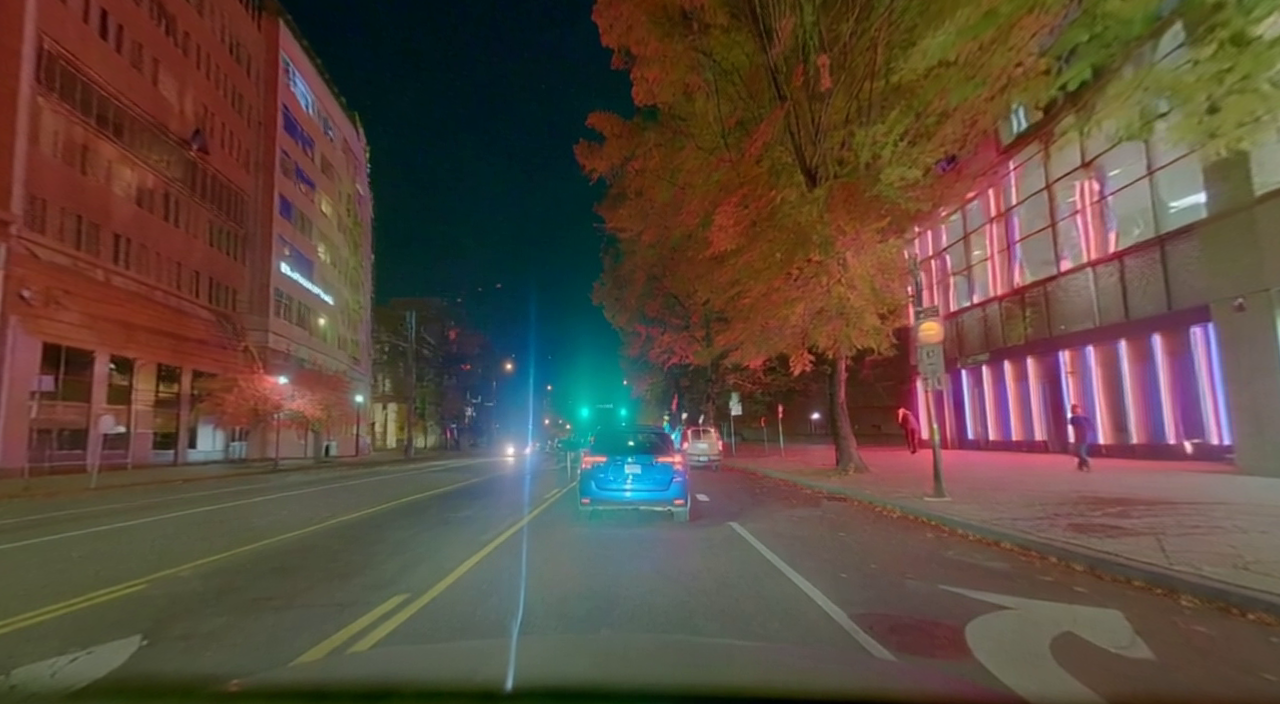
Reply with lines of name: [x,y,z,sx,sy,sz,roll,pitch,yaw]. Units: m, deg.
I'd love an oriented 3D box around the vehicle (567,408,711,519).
vehicle: [-0.055,2.037,12.021,2.274,1.736,4.083,0,-8,-1]
